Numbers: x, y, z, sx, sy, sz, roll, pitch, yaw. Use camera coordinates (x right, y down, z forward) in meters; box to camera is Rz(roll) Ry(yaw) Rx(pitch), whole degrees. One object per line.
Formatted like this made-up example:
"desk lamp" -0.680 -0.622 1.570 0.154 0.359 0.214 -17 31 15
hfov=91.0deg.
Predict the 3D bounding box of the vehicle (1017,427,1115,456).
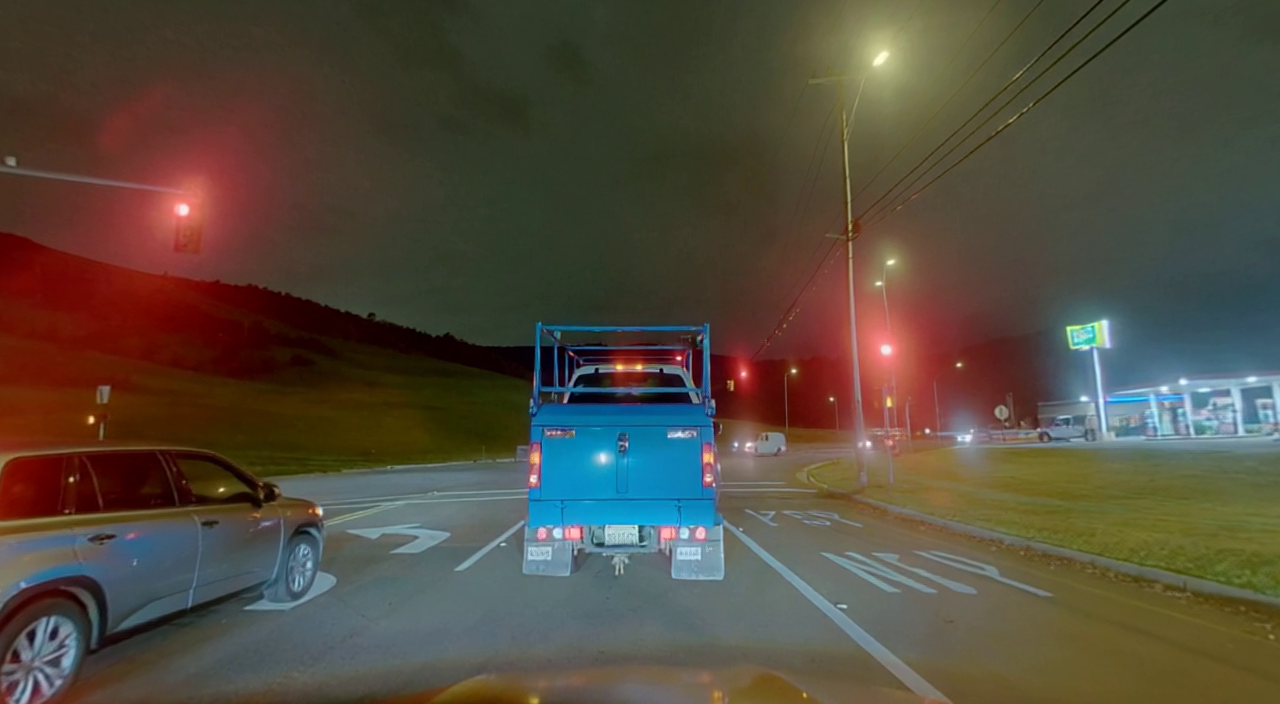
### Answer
"vehicle" 25.596 5.391 37.916 4.419 1.496 1.854 -2 -9 1

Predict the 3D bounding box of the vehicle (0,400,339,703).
"vehicle" -3.952 1.191 3.989 2.017 1.555 4.150 -1 -9 0

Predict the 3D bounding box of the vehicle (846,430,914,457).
"vehicle" 18.627 7.077 48.653 2.360 1.917 6.346 -8 -12 44

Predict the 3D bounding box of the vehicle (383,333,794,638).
"vehicle" -0.413 1.324 7.214 2.859 2.144 5.406 0 -9 -1

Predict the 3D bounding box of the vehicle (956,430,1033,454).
"vehicle" 26.717 6.787 47.405 5.021 1.757 2.012 2 -9 -16

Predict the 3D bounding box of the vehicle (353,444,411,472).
"vehicle" -17.085 7.020 41.929 2.133 1.690 4.331 0 -9 -3
